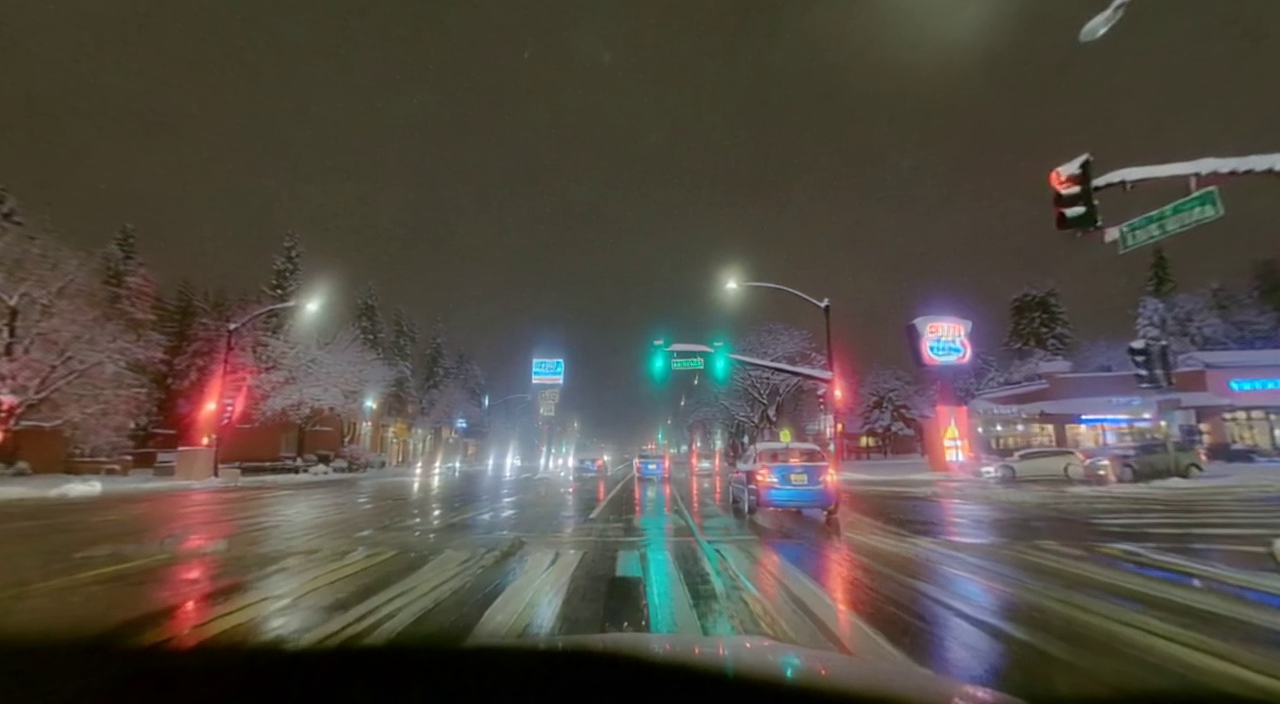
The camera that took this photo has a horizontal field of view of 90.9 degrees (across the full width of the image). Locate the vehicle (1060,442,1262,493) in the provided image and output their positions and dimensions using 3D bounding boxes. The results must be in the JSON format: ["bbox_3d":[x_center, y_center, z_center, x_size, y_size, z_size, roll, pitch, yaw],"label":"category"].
[{"bbox_3d":[15.652,3.456,19.098,4.481,1.427,1.830,0,-8,-1],"label":"vehicle"}]

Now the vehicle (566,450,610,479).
[{"bbox_3d":[-2.790,6.142,34.689,2.040,1.471,4.211,0,-8,1],"label":"vehicle"}]

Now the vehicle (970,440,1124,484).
[{"bbox_3d":[16.422,4.434,25.641,4.637,1.654,2.277,0,-8,-1],"label":"vehicle"}]

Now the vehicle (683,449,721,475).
[{"bbox_3d":[3.919,7.034,40.481,1.931,1.552,4.125,0,-8,0],"label":"vehicle"}]

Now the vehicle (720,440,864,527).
[{"bbox_3d":[2.938,2.623,13.199,1.946,1.513,4.133,0,-8,0],"label":"vehicle"}]

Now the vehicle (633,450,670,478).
[{"bbox_3d":[0.612,6.524,36.997,2.070,1.460,4.118,0,-8,0],"label":"vehicle"}]
